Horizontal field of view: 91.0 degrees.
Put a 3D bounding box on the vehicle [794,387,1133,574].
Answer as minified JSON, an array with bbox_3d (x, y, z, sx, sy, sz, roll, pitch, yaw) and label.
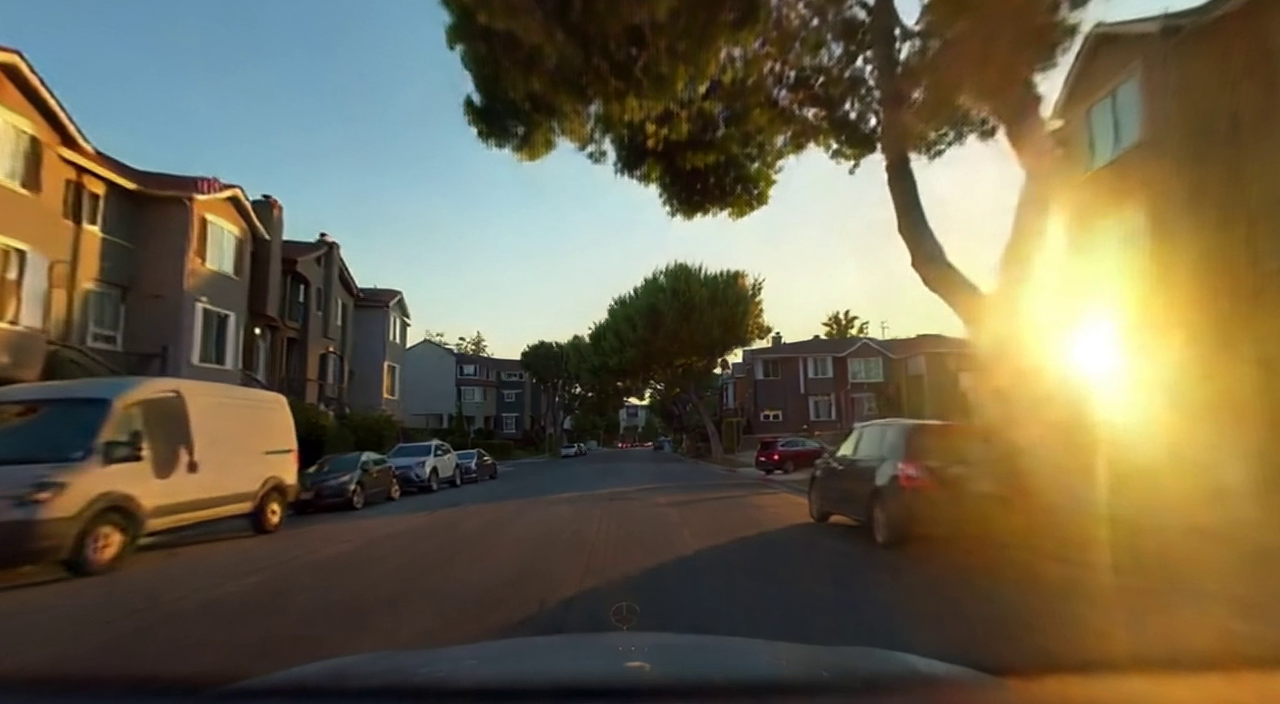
[{"bbox_3d":[4.024,1.724,9.183,2.216,1.955,4.970,0,-9,-1],"label":"vehicle"}]

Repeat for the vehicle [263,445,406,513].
[{"bbox_3d":[-7.529,3.118,15.963,1.845,1.510,3.729,0,-8,-3],"label":"vehicle"}]

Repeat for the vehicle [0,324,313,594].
[{"bbox_3d":[-7.421,1.512,9.131,2.341,2.674,5.753,0,-10,-2],"label":"vehicle"}]

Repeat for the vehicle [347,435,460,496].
[{"bbox_3d":[-7.713,3.756,21.036,2.136,1.758,4.297,-2,-9,-1],"label":"vehicle"}]
